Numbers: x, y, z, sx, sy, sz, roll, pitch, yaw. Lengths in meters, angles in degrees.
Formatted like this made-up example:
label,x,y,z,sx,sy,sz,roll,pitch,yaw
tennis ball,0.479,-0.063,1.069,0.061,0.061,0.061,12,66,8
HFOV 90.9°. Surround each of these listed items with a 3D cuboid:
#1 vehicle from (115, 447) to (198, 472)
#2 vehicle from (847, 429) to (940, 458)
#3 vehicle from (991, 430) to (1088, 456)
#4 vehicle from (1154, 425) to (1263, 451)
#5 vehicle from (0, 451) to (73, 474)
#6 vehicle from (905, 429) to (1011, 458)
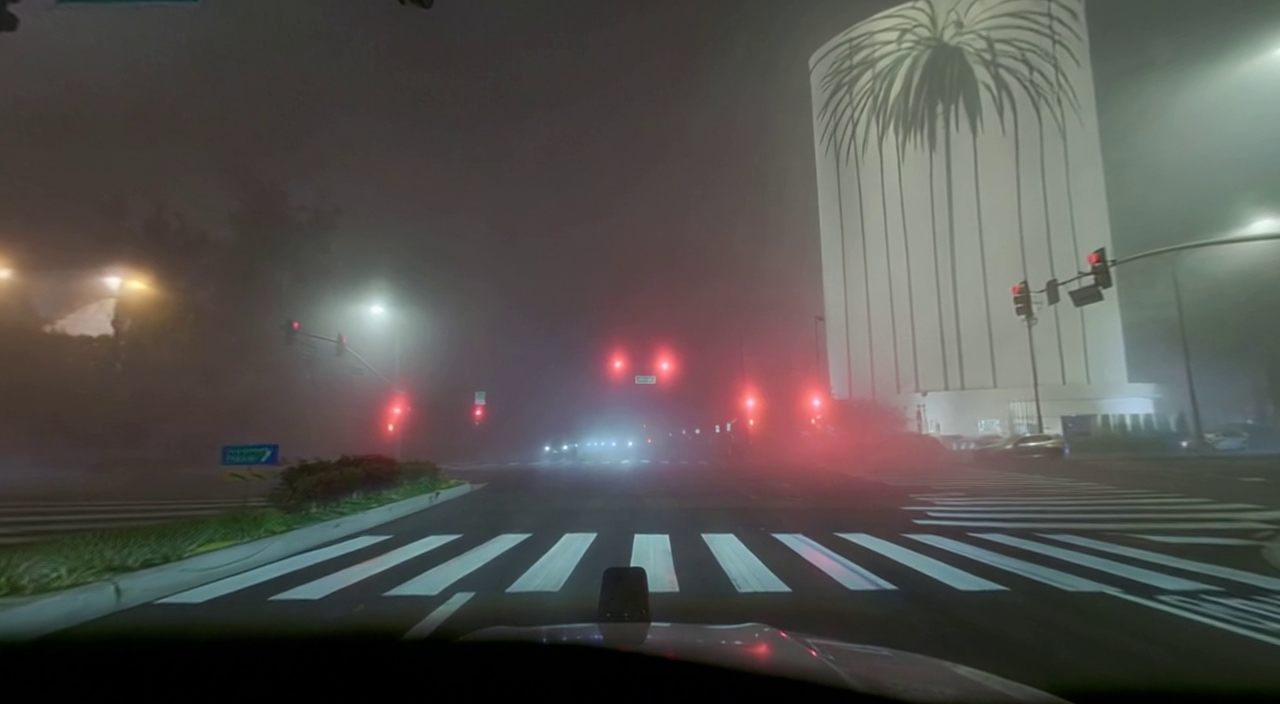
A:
label,x,y,z,sx,sy,sz,roll,pitch,yaw
vehicle,-33.092,7.339,43.227,4.136,1.661,1.857,0,-8,1
vehicle,14.989,5.445,37.416,4.648,1.665,1.910,0,-8,0
vehicle,23.508,5.358,37.167,4.423,1.465,1.798,0,-8,1
vehicle,33.165,5.061,36.826,4.567,1.458,1.791,0,-8,0
vehicle,-41.671,7.563,43.242,3.698,1.467,1.779,0,-8,1
vehicle,16.909,4.891,33.694,4.684,1.461,1.777,0,-8,-1
